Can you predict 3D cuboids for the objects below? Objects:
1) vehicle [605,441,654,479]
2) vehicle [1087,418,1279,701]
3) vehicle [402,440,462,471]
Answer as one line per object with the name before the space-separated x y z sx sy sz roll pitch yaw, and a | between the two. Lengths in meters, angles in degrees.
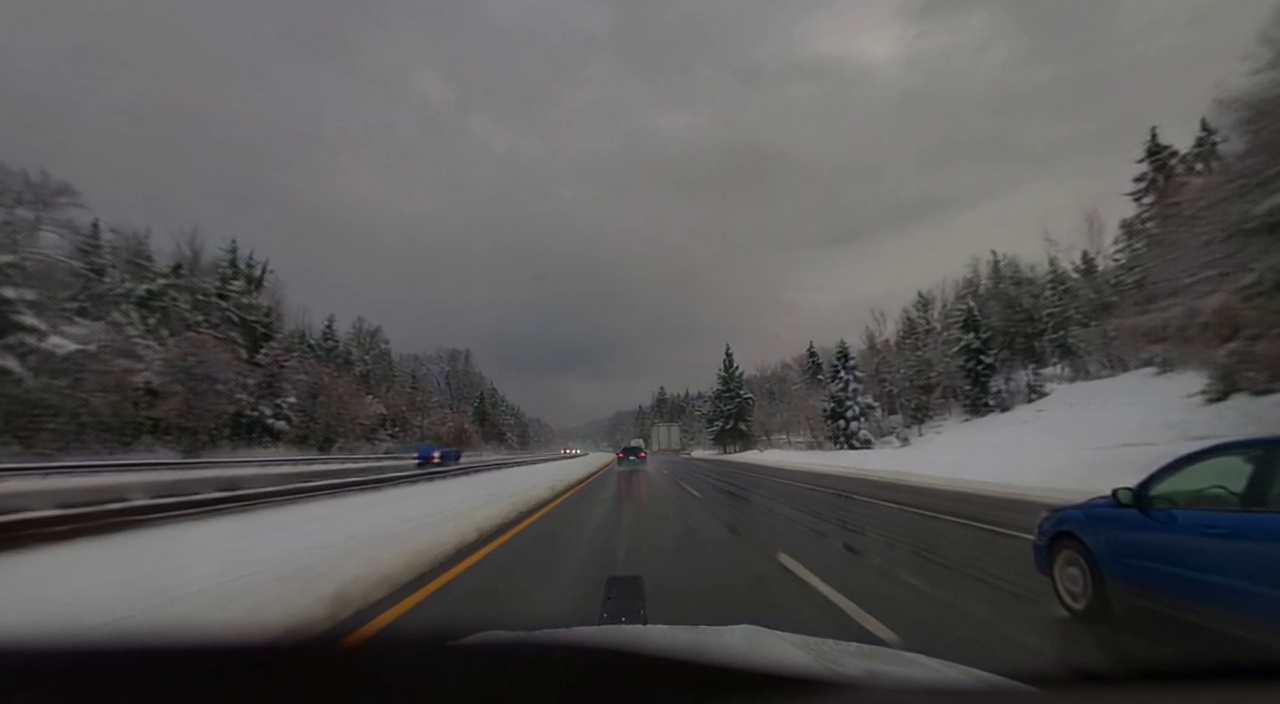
vehicle | -0.489 5.205 30.501 2.190 1.706 4.062 0 -9 -1
vehicle | 4.210 0.956 2.610 1.917 1.421 3.759 0 -9 0
vehicle | -12.365 6.178 37.735 1.994 1.729 4.652 0 -9 0
